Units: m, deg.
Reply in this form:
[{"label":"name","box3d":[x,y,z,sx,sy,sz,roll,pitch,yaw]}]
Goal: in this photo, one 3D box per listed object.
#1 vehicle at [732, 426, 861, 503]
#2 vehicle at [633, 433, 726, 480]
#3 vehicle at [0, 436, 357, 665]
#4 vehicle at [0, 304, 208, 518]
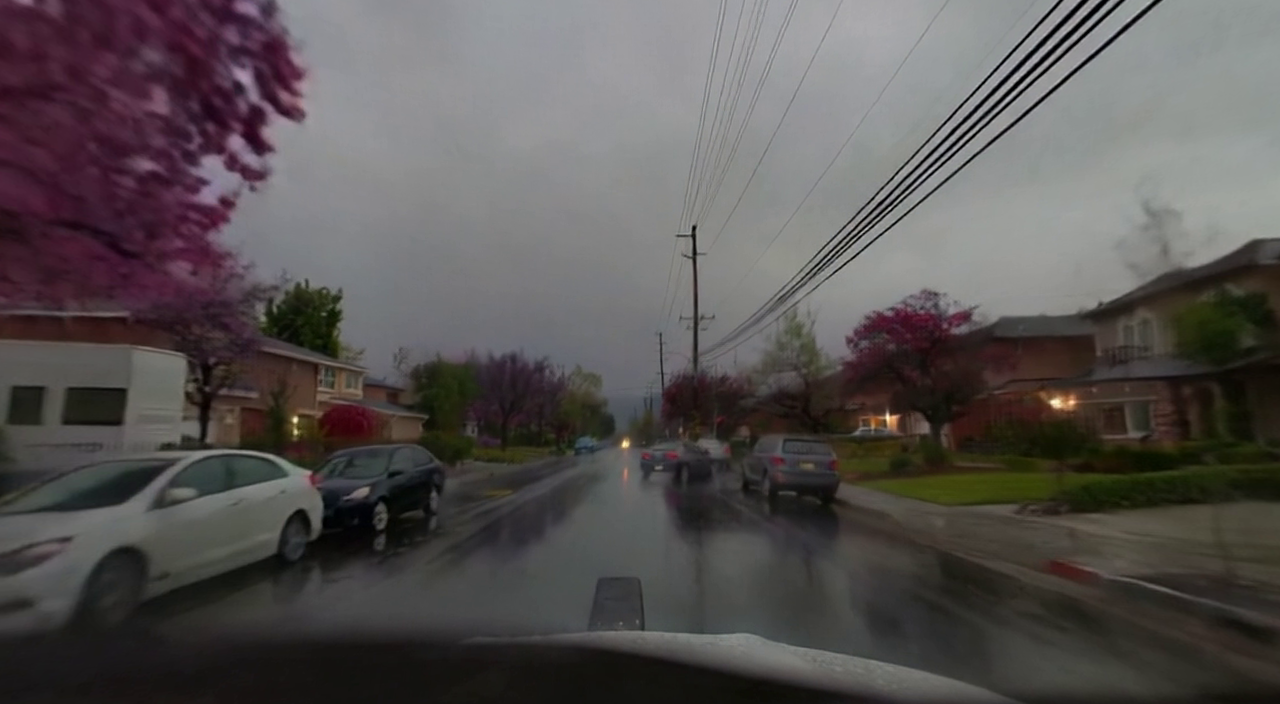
[{"label":"vehicle","box3d":[3.779,2.809,16.183,2.103,1.679,4.386,0,-8,-1]},{"label":"vehicle","box3d":[1.510,3.613,22.127,2.075,1.449,4.526,-3,-9,19]},{"label":"vehicle","box3d":[-4.852,1.606,6.439,1.874,1.413,4.442,0,-7,0]},{"label":"vehicle","box3d":[-13.079,1.100,11.426,8.239,3.354,2.902,0,-9,1]}]
